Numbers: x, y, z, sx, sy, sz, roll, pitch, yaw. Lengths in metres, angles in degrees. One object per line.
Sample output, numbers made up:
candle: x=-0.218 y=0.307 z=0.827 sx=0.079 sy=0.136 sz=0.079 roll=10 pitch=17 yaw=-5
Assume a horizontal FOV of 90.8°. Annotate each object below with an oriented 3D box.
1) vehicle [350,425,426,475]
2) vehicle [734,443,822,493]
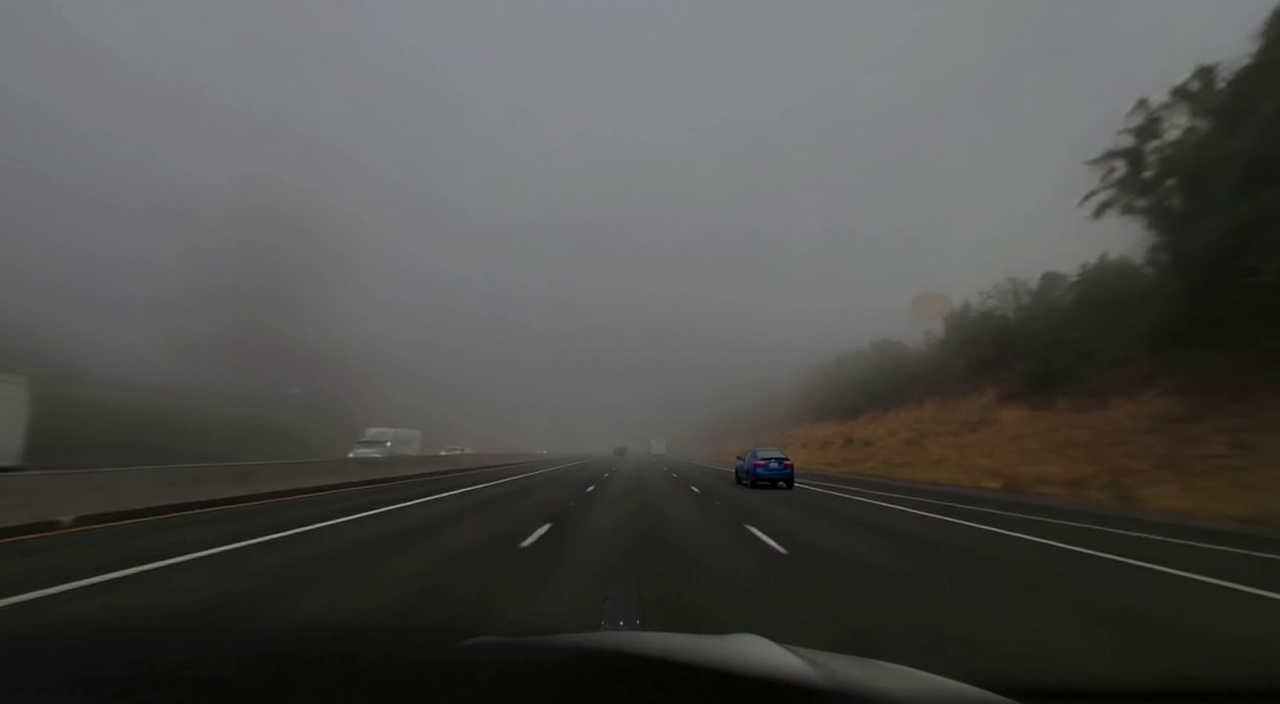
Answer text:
vehicle: x=-19.392 y=7.628 z=49.139 sx=2.795 sy=3.552 sz=7.495 roll=0 pitch=-9 yaw=0
vehicle: x=4.457 y=3.808 z=21.039 sx=1.967 sy=1.472 sz=3.751 roll=0 pitch=-9 yaw=-2
